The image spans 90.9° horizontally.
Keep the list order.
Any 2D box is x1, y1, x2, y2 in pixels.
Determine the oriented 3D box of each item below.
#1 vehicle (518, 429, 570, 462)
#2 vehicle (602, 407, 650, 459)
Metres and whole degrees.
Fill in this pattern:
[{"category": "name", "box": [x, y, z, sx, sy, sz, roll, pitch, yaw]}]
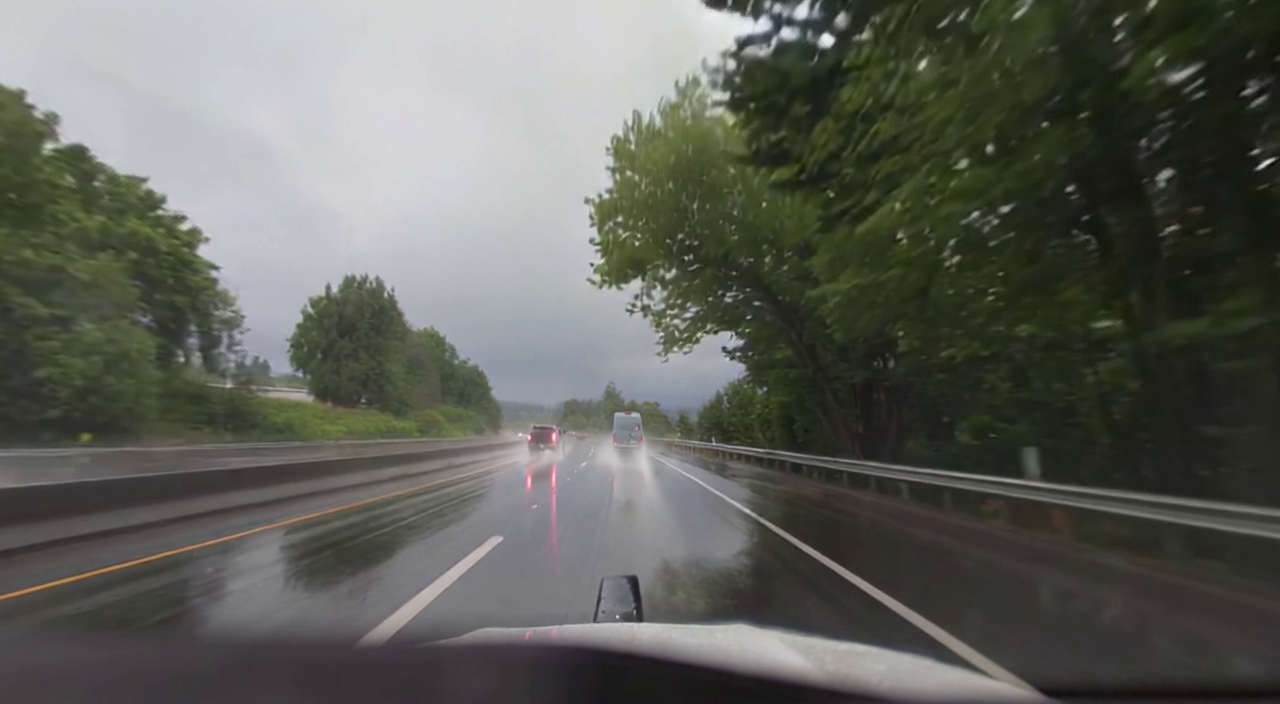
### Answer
[{"category": "vehicle", "box": [-4.986, 4.930, 33.362, 2.110, 1.636, 4.453, 0, -8, -1]}, {"category": "vehicle", "box": [-0.928, 4.940, 38.383, 2.647, 2.896, 6.480, 0, -8, -3]}]
